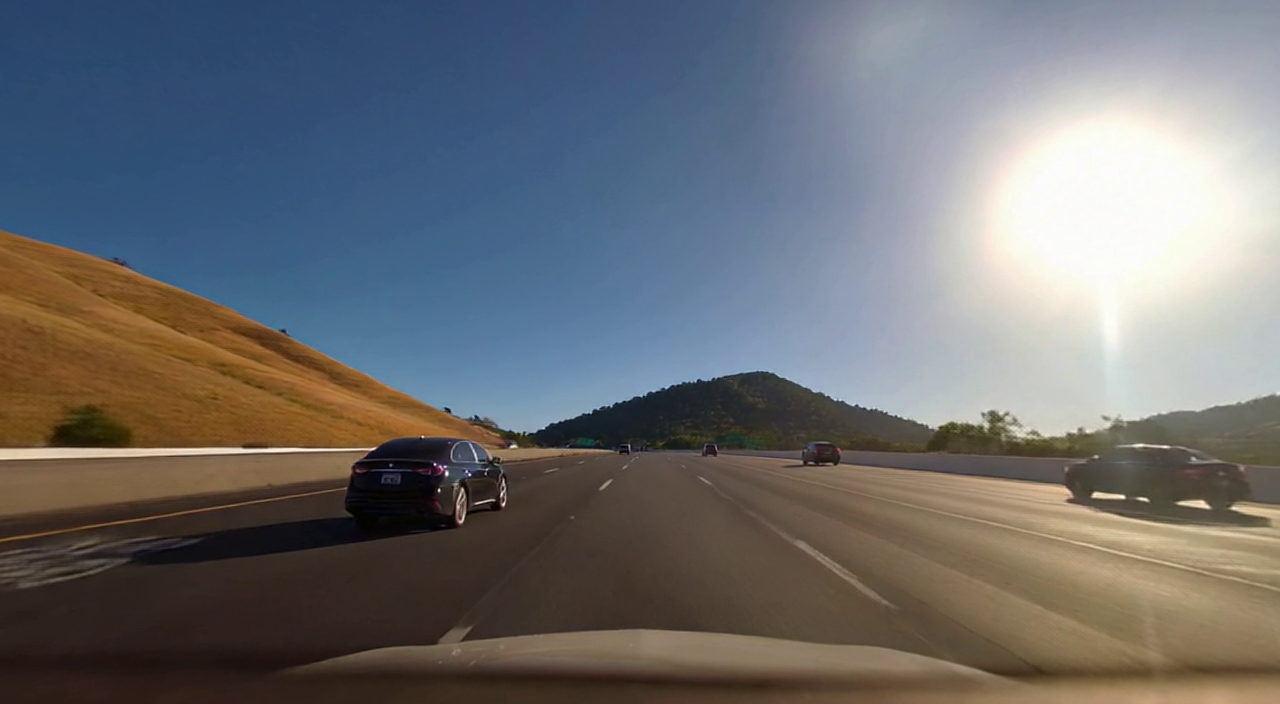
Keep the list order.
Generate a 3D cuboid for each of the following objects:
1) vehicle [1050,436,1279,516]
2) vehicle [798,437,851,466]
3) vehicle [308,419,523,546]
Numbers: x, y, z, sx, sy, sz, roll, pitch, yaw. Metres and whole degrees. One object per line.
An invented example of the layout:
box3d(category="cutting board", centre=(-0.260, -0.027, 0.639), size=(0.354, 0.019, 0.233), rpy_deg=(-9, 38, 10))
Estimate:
box3d(category="vehicle", centre=(11.568, 2.607, 13.791), size=(1.982, 1.443, 4.635), rpy_deg=(0, -8, 0))
box3d(category="vehicle", centre=(11.963, 6.486, 40.984), size=(2.062, 1.736, 4.589), rpy_deg=(0, -8, 0))
box3d(category="vehicle", centre=(-3.270, 1.977, 10.116), size=(1.967, 1.615, 3.886), rpy_deg=(0, -8, 1))
